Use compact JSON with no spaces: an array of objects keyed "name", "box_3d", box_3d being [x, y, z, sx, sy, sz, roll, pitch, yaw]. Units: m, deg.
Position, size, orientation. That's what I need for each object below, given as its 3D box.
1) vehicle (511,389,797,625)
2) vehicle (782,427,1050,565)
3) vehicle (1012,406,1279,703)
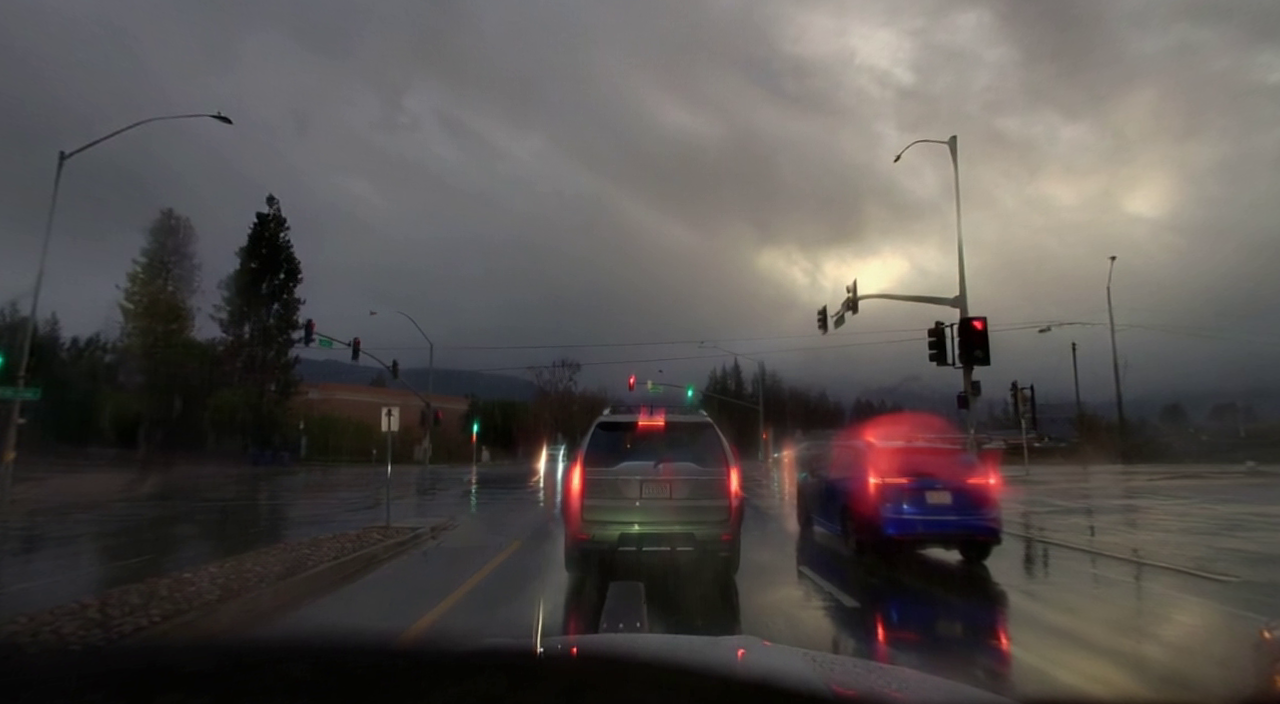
[{"name":"vehicle","box_3d":[0.106,1.508,7.133,2.170,1.793,4.468,0,-8,0]},{"name":"vehicle","box_3d":[3.515,1.894,9.102,1.861,1.495,4.215,0,-8,-1]},{"name":"vehicle","box_3d":[3.150,0.818,1.445,1.924,1.466,4.461,0,-8,1]}]
